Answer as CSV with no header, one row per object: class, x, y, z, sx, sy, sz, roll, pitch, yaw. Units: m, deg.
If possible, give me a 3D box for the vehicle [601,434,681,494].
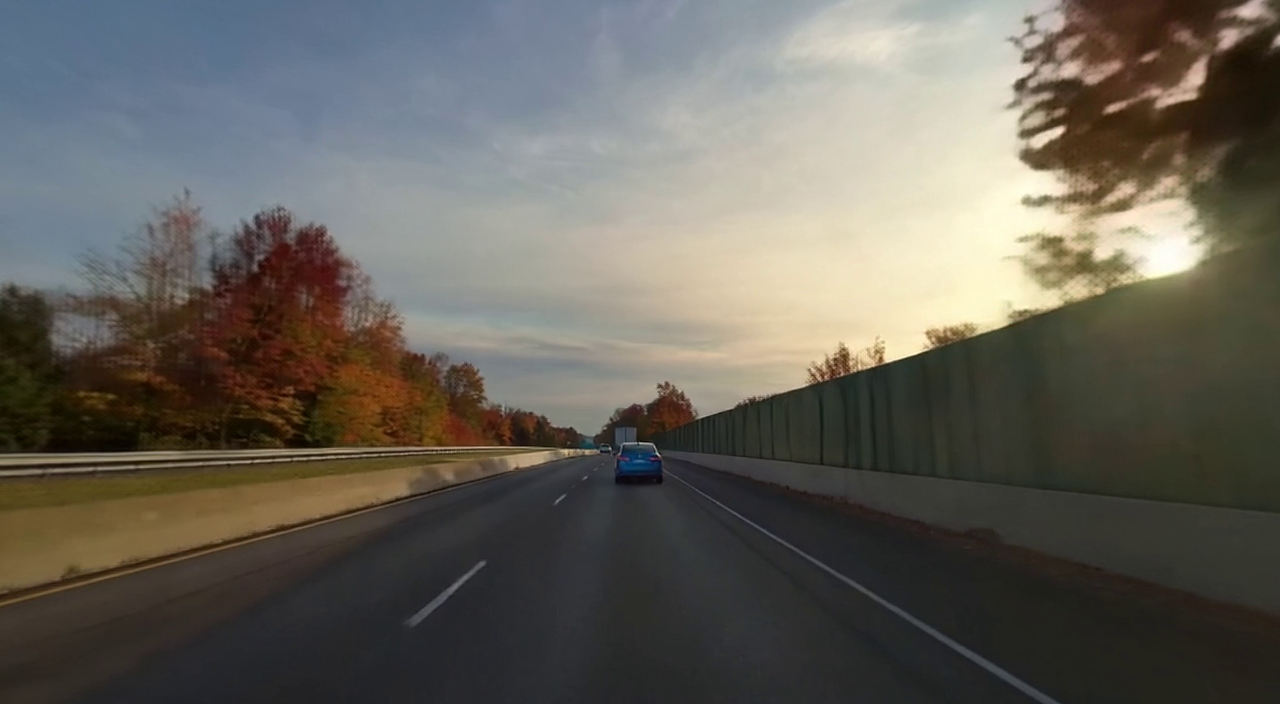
vehicle,-0.046,3.192,18.345,2.057,1.516,4.065,1,-8,-2
